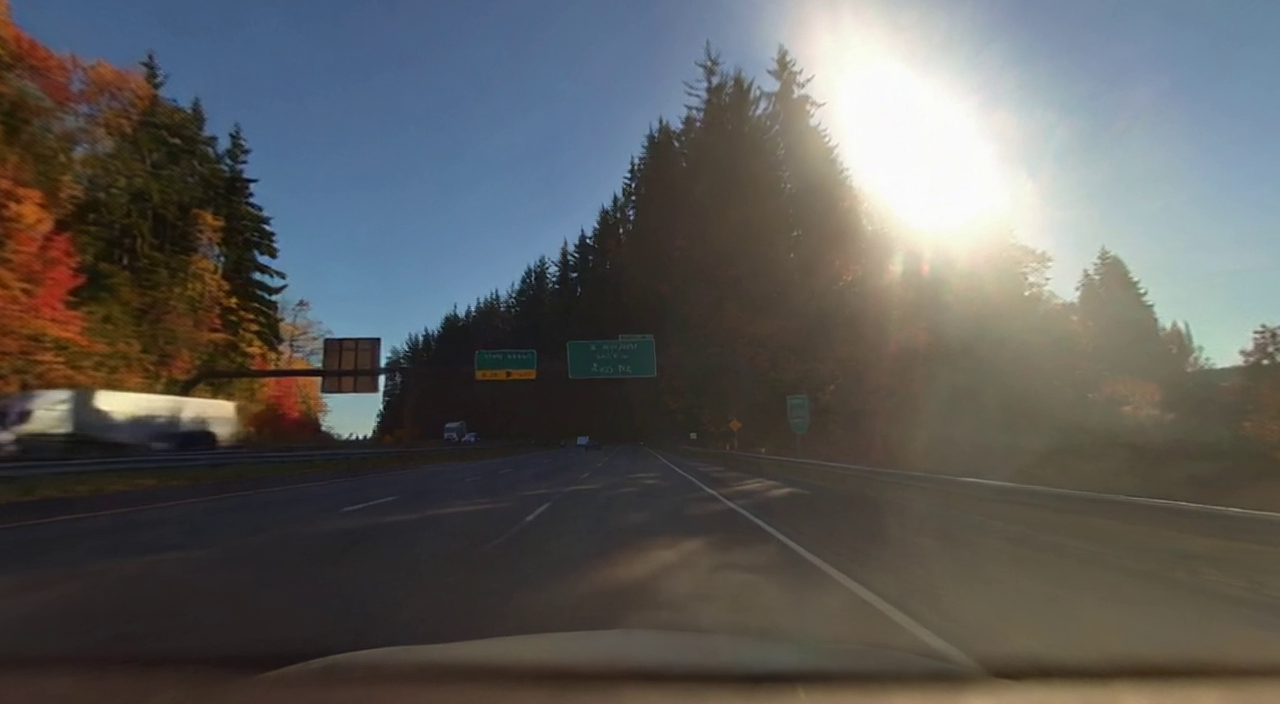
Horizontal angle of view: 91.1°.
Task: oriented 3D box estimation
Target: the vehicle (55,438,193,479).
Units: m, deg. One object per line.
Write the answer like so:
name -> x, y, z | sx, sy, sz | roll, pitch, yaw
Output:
vehicle -> -20.751, 4.263, 25.563 | 1.861, 1.481, 4.380 | 0, -8, 0

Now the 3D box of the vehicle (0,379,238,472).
vehicle -> -28.474, 4.201, 34.909 | 2.947, 4.109, 14.168 | 0, -8, 0
